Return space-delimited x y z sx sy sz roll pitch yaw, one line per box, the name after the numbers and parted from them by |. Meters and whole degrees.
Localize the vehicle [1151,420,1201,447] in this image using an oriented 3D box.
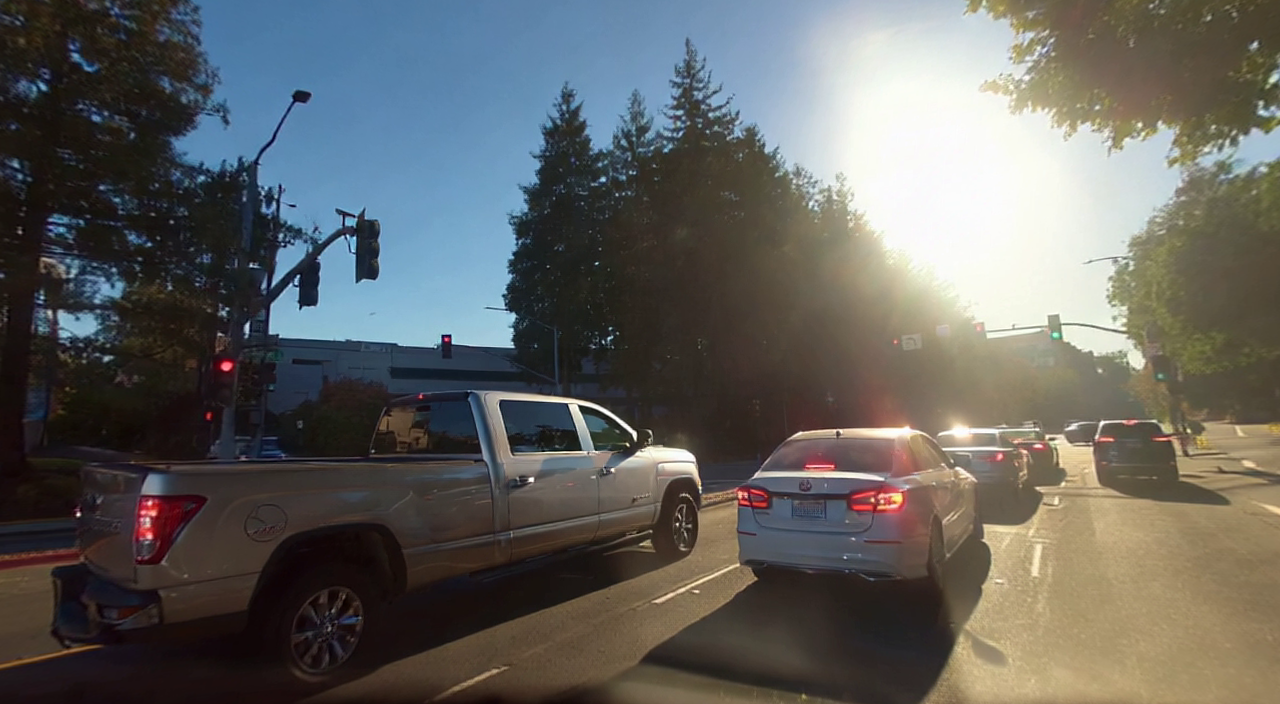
35.739 5.485 42.206 2.183 1.714 4.491 -6 -11 37 | vehicle

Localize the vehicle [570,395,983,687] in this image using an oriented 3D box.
1.711 1.383 5.981 2.027 1.549 4.801 -6 -10 35 | vehicle

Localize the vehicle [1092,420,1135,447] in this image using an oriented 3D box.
32.768 5.677 43.737 2.160 1.790 4.303 -6 -10 35 | vehicle

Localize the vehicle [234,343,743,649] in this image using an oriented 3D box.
-0.881 1.408 7.466 2.272 2.016 6.146 -4 -9 27 | vehicle
